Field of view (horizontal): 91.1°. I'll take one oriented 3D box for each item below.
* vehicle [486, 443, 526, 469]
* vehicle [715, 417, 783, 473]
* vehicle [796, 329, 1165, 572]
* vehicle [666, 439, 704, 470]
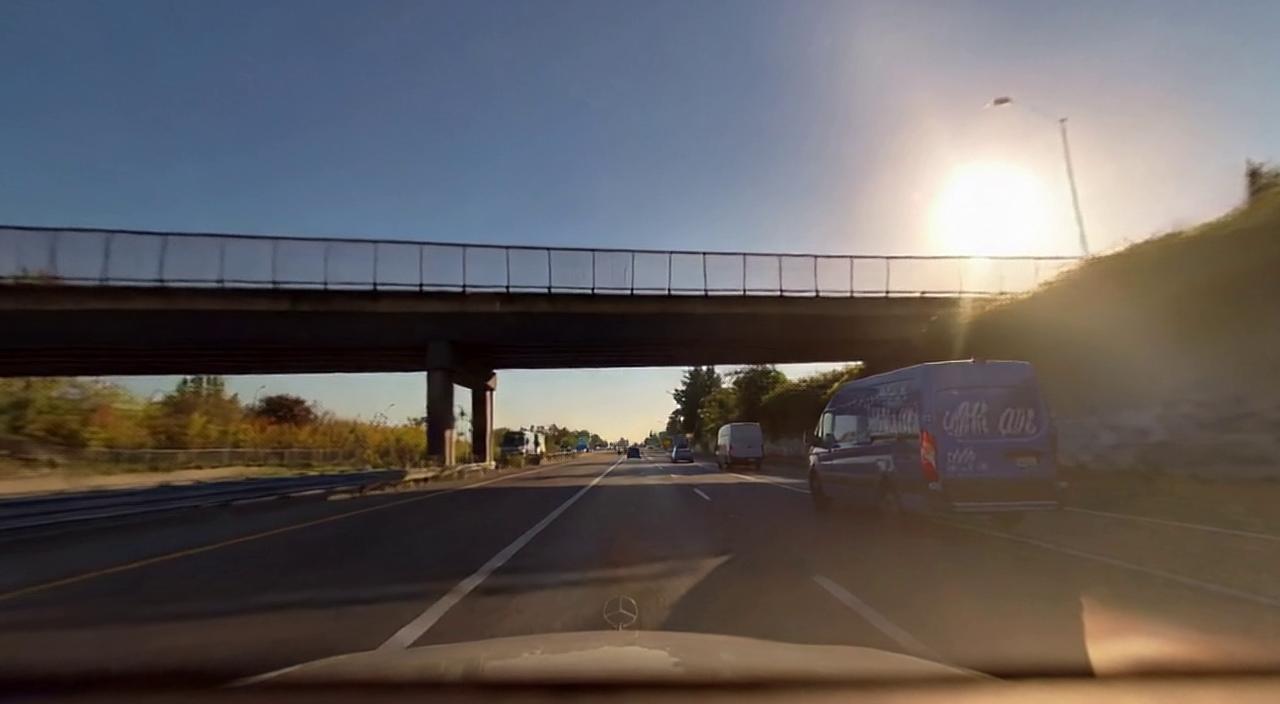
[{"bbox_3d":[-9.122,7.124,43.192,1.827,1.612,4.182,0,-9,0],"label":"vehicle"},{"bbox_3d":[6.807,5.979,40.441,2.761,3.225,7.624,0,-9,-2],"label":"vehicle"},{"bbox_3d":[4.399,1.479,9.743,2.283,2.631,5.719,0,-9,-2],"label":"vehicle"},{"bbox_3d":[2.908,6.762,41.573,2.007,1.943,5.010,0,-9,-2],"label":"vehicle"}]
